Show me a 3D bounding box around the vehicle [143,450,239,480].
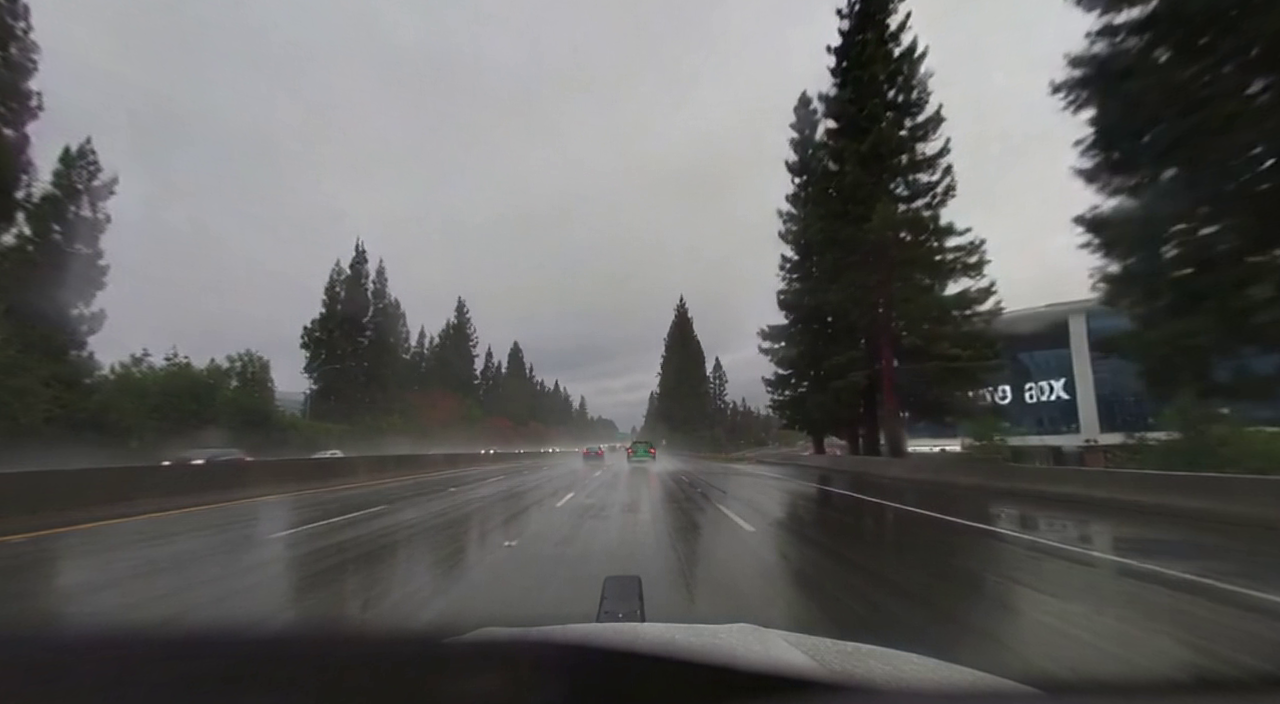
[{"bbox_3d":[-26.095,6.554,36.820,2.025,1.514,4.779,0,-8,0],"label":"vehicle"}]

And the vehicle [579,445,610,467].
[{"bbox_3d":[-3.479,8.055,48.966,2.049,1.659,4.183,0,-8,0],"label":"vehicle"}]

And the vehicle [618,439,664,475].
[{"bbox_3d":[0.017,5.649,34.298,2.302,1.810,4.707,0,-8,-1],"label":"vehicle"}]
